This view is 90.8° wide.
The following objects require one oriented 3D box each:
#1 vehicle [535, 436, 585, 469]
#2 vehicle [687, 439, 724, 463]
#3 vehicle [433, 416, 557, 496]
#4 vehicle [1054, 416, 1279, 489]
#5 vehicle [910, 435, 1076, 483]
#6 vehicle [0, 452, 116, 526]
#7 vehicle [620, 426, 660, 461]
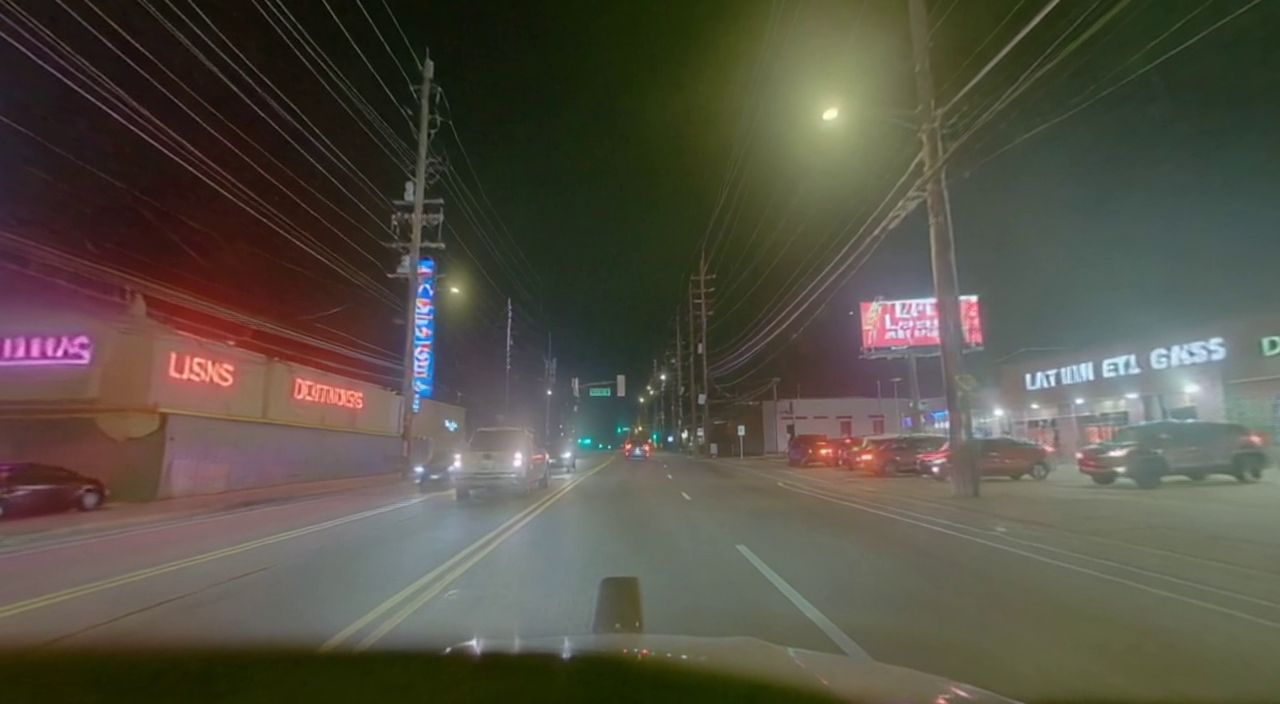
[{"bbox_3d":[-4.140,5.285,33.338,2.033,1.572,4.939,0,-8,-1],"label":"vehicle"},{"bbox_3d":[4.245,6.508,41.612,1.926,1.482,4.442,0,-8,0],"label":"vehicle"},{"bbox_3d":[-3.888,2.941,18.133,2.277,1.904,5.583,0,-8,0],"label":"vehicle"},{"bbox_3d":[14.997,2.806,17.692,5.307,1.877,2.052,0,-8,-1],"label":"vehicle"},{"bbox_3d":[11.372,3.467,20.604,4.238,1.464,1.862,-1,-9,2],"label":"vehicle"},{"bbox_3d":[-14.289,2.944,13.627,1.960,1.503,4.505,-1,-8,3],"label":"vehicle"},{"bbox_3d":[0.003,6.620,45.651,2.683,2.295,6.404,0,-8,1],"label":"vehicle"}]
